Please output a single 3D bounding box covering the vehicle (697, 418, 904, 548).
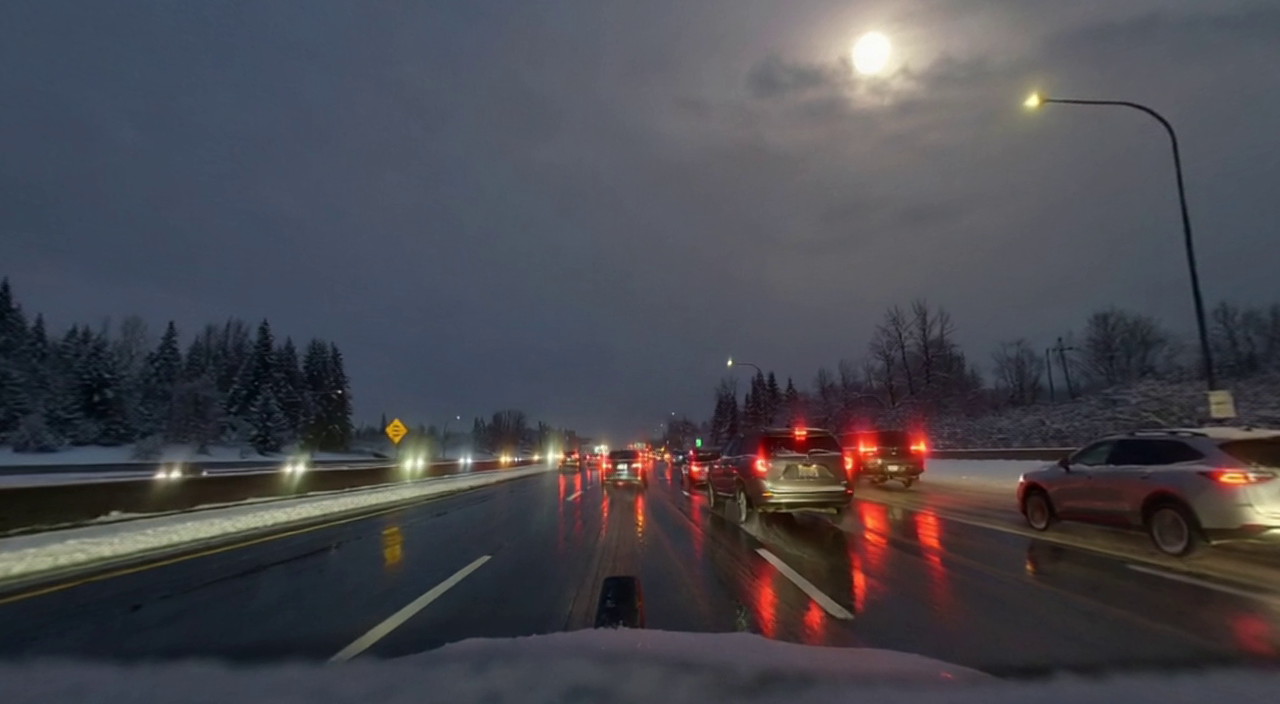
[{"bbox_3d":[2.368,2.092,10.594,2.230,1.740,3.976,1,-9,-3],"label":"vehicle"}]

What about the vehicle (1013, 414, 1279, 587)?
[{"bbox_3d":[7.150,1.746,8.059,1.972,1.647,4.429,0,-9,0],"label":"vehicle"}]

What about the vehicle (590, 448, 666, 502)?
[{"bbox_3d":[-0.314,3.792,19.866,2.157,1.495,4.038,0,-9,1],"label":"vehicle"}]

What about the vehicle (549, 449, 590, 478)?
[{"bbox_3d":[-4.177,6.633,37.697,1.889,1.600,4.043,0,-9,1],"label":"vehicle"}]
